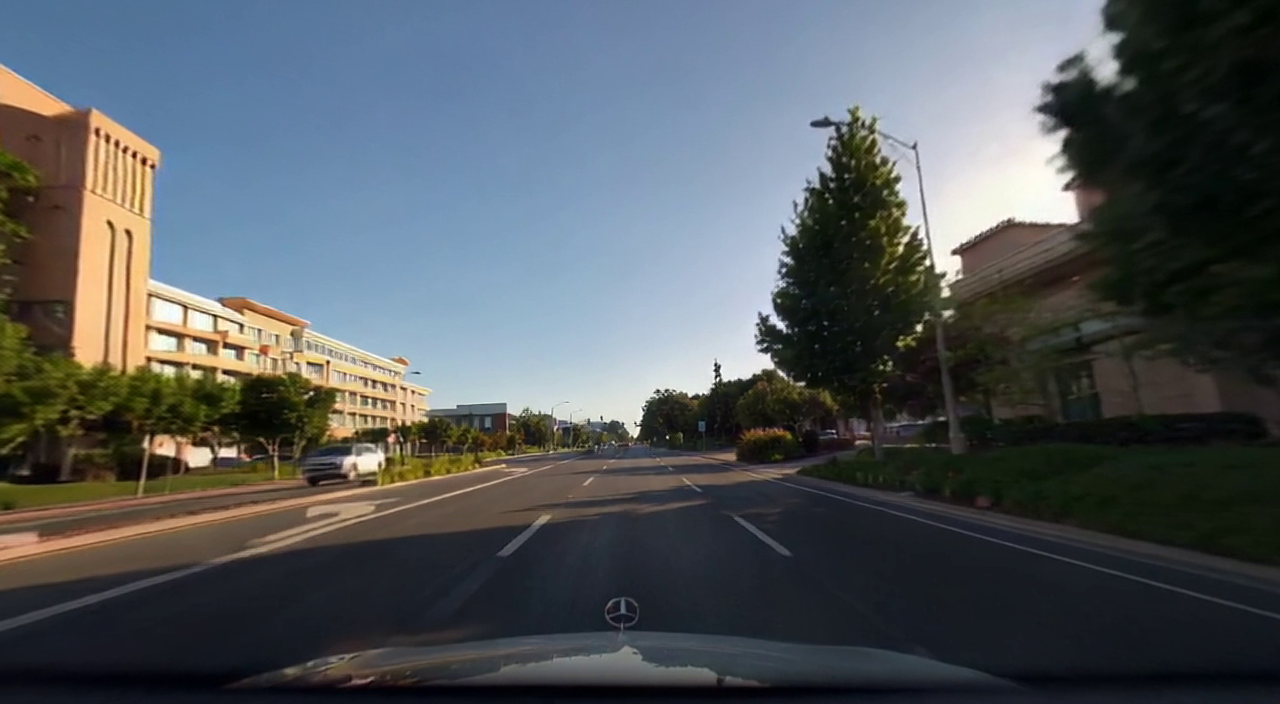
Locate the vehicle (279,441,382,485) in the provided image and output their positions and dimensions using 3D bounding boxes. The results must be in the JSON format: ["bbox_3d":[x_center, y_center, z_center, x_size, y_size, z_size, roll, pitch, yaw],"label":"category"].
[{"bbox_3d":[-13.779,4.926,28.548,2.133,1.770,5.049,0,-8,0],"label":"vehicle"}]
